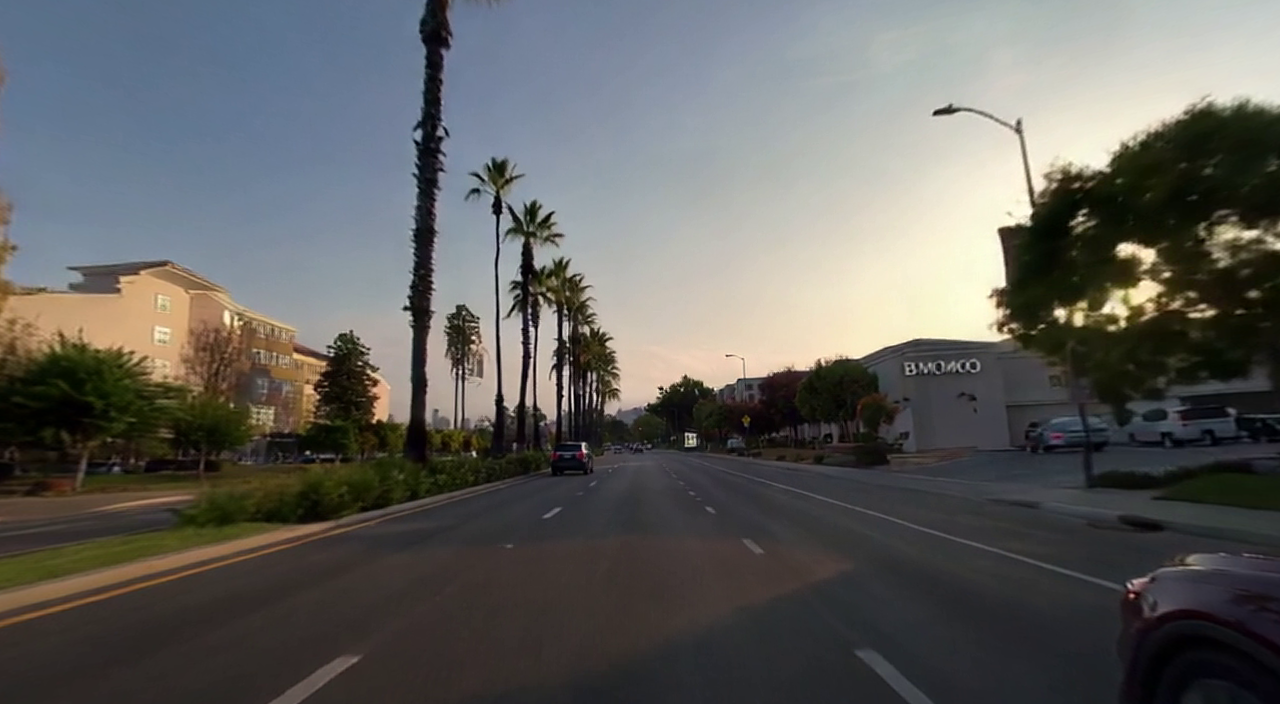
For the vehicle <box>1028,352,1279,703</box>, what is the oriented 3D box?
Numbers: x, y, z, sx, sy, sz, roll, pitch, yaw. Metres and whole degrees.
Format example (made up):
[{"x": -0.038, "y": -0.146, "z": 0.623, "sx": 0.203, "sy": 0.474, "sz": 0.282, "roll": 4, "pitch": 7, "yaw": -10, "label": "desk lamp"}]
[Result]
[{"x": 2.787, "y": 0.616, "z": 0.808, "sx": 1.946, "sy": 1.513, "sz": 4.133, "roll": 0, "pitch": -8, "yaw": 0, "label": "vehicle"}]

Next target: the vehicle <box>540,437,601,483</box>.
[{"x": -2.835, "y": 4.526, "z": 26.669, "sx": 1.998, "sy": 1.743, "sz": 4.402, "roll": 0, "pitch": -8, "yaw": 1, "label": "vehicle"}]
